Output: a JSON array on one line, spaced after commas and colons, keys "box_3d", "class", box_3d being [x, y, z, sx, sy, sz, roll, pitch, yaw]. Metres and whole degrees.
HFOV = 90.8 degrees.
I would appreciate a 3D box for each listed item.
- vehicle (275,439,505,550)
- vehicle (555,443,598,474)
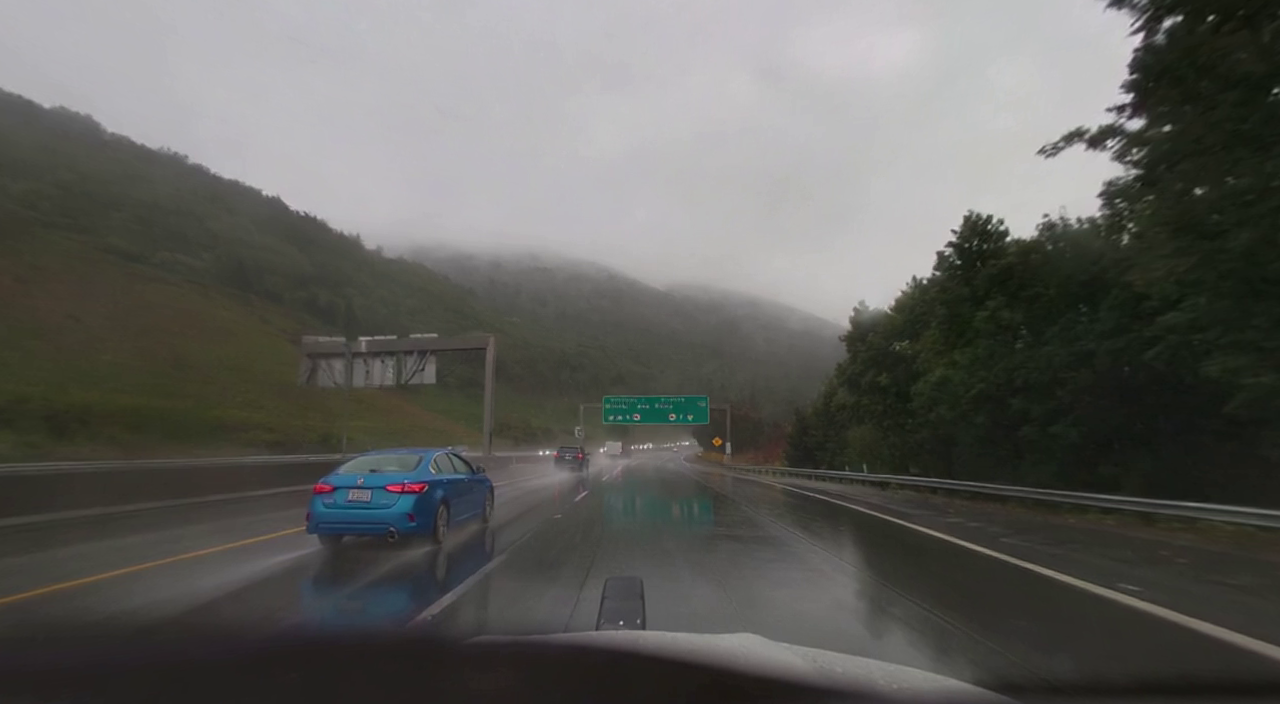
[{"box_3d": [-3.779, 2.228, 10.596, 1.988, 1.440, 4.504, 0, -9, 0], "class": "vehicle"}, {"box_3d": [-3.666, 6.269, 37.223, 2.073, 1.694, 4.162, 0, -9, 1], "class": "vehicle"}]
